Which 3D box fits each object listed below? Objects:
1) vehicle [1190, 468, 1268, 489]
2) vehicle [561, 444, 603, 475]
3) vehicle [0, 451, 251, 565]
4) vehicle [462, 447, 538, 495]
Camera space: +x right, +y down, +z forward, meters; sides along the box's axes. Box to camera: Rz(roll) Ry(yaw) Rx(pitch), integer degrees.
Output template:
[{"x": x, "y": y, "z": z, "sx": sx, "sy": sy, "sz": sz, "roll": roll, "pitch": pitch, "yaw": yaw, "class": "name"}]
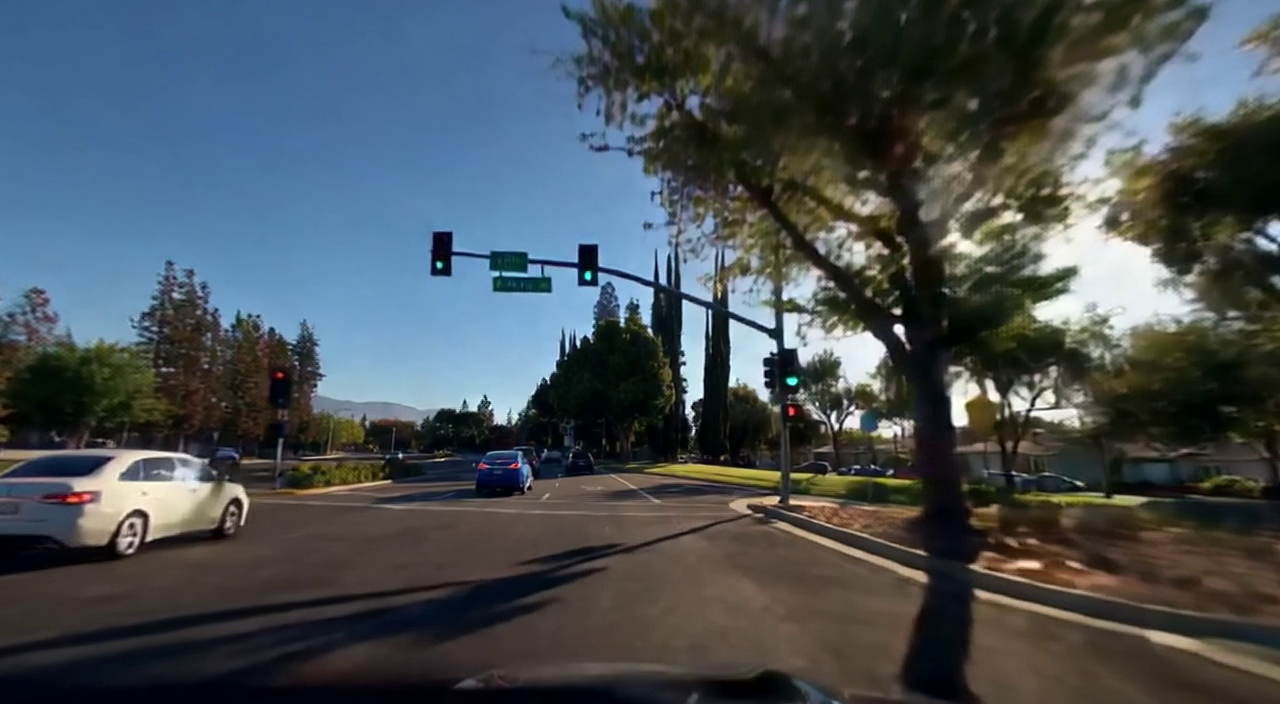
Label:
[{"x": 45.513, "y": 9.735, "z": 48.832, "sx": 4.468, "sy": 1.458, "sz": 1.757, "roll": 1, "pitch": -8, "yaw": -5, "class": "vehicle"}, {"x": -4.068, "y": 7.345, "z": 43.587, "sx": 2.526, "sy": 1.982, "sz": 5.294, "roll": 1, "pitch": -9, "yaw": -9, "class": "vehicle"}, {"x": -8.506, "y": 2.349, "z": 10.286, "sx": 1.889, "sy": 1.429, "sz": 4.029, "roll": 0, "pitch": -8, "yaw": -2, "class": "vehicle"}, {"x": -5.150, "y": 4.407, "z": 23.865, "sx": 2.098, "sy": 1.613, "sz": 4.606, "roll": 0, "pitch": -8, "yaw": -4, "class": "vehicle"}]
